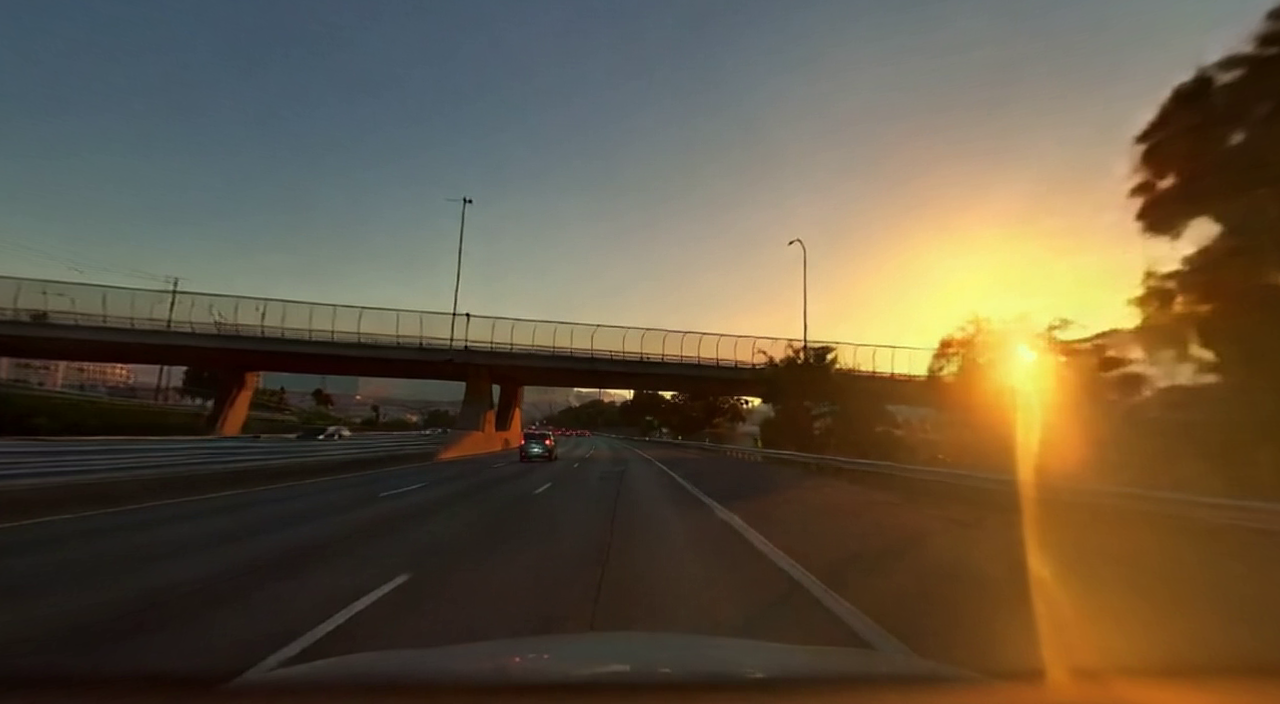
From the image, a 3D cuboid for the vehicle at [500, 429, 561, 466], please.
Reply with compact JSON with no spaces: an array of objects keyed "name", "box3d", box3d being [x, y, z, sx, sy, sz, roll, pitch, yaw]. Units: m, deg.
[{"name":"vehicle","box3d":[-5.087,4.485,29.906,2.123,1.601,4.887,0,-8,-1]}]
